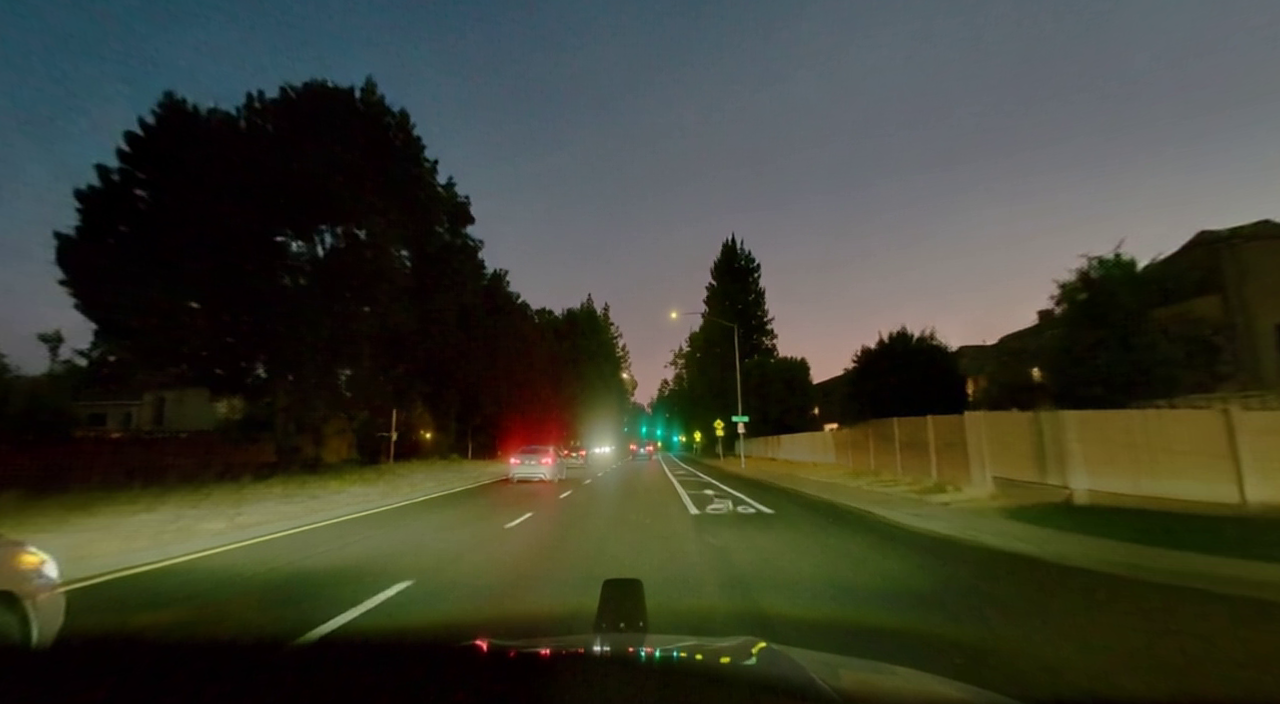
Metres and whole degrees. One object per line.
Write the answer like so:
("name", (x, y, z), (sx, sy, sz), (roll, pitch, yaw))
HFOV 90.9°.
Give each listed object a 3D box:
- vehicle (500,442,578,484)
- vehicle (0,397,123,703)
("vehicle", (-3.791, 4.275, 24.665), (2.188, 1.473, 4.651), (0, -8, 1))
("vehicle", (-3.899, 0.695, 0.848), (2.190, 1.545, 4.943), (0, -8, 0))
